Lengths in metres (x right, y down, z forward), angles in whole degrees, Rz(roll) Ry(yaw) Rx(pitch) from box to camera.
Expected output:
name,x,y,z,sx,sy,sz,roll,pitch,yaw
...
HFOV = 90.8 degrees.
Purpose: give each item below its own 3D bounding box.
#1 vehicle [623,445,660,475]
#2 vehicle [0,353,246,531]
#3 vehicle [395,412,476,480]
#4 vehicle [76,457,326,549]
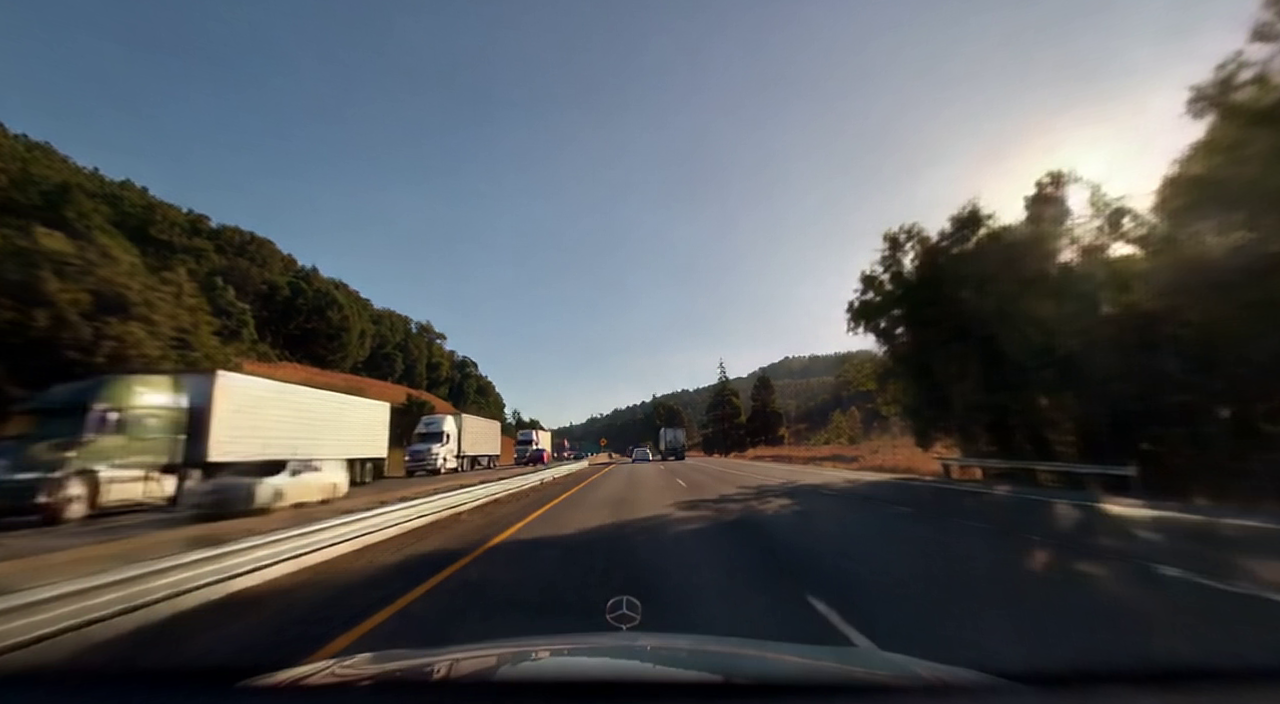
name,x,y,z,sx,sy,sz,roll,pitch,yaw
vehicle,0.073,6.494,38.303,2.137,1.689,4.051,0,-9,-1
vehicle,-14.295,2.444,17.205,2.937,3.963,5.873,-1,-9,3
vehicle,-12.790,5.979,40.182,3.002,3.963,6.351,0,-9,-1
vehicle,-8.461,2.896,12.811,1.911,1.442,4.392,0,-9,0
